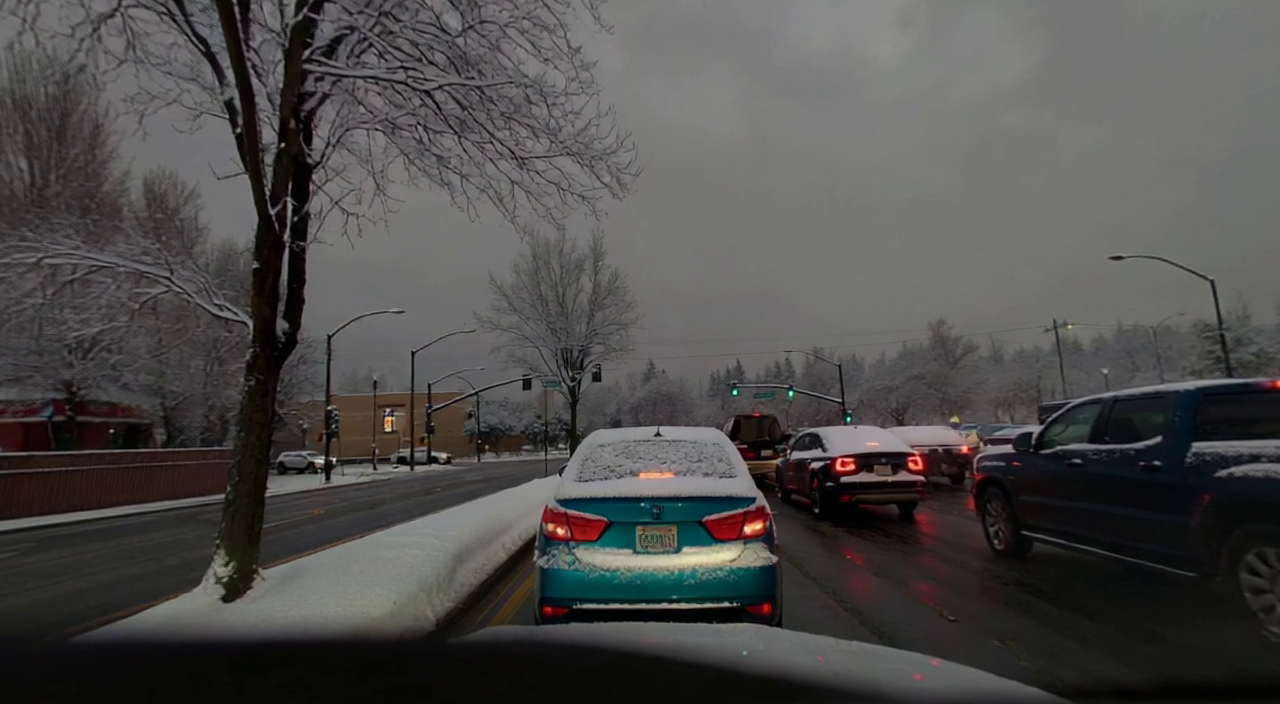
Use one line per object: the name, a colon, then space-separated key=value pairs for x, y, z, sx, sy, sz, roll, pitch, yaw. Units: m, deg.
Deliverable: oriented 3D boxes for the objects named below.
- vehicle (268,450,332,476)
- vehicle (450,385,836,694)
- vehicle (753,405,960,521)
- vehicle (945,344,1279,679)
vehicle: x=-24.078 y=7.839 z=44.871 sx=1.798 sy=1.706 sz=4.385 roll=-1 pitch=-8 yaw=6
vehicle: x=-0.014 y=1.315 z=5.528 sx=2.116 sy=1.677 sz=3.948 roll=0 pitch=-8 yaw=-1
vehicle: x=4.179 y=2.283 z=13.554 sx=2.319 sy=1.930 sz=5.651 roll=0 pitch=-8 yaw=-1
vehicle: x=4.500 y=1.064 z=4.812 sx=2.019 sy=1.803 sz=4.634 roll=0 pitch=-8 yaw=0
